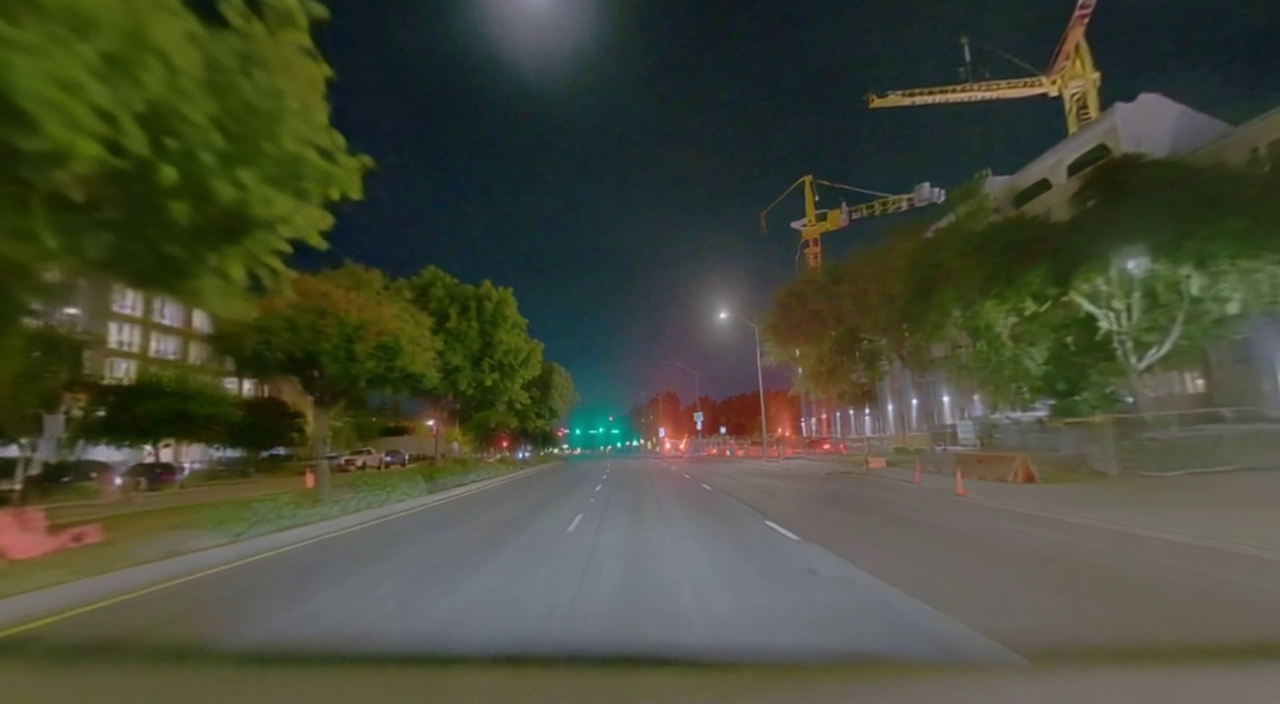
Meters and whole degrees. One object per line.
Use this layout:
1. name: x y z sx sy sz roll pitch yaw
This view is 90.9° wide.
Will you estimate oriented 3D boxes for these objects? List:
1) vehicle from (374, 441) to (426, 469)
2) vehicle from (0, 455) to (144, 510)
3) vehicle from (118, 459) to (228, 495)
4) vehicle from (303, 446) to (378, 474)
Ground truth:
1. vehicle: -18.638 8.013 49.212 2.286 2.069 5.077 0 -8 -4
2. vehicle: -21.940 4.866 24.107 1.941 1.743 5.264 0 -8 -4
3. vehicle: -22.299 5.961 30.375 1.863 1.470 4.526 0 -8 -1
4. vehicle: -22.352 8.047 47.357 2.328 1.918 5.628 -1 -8 6
